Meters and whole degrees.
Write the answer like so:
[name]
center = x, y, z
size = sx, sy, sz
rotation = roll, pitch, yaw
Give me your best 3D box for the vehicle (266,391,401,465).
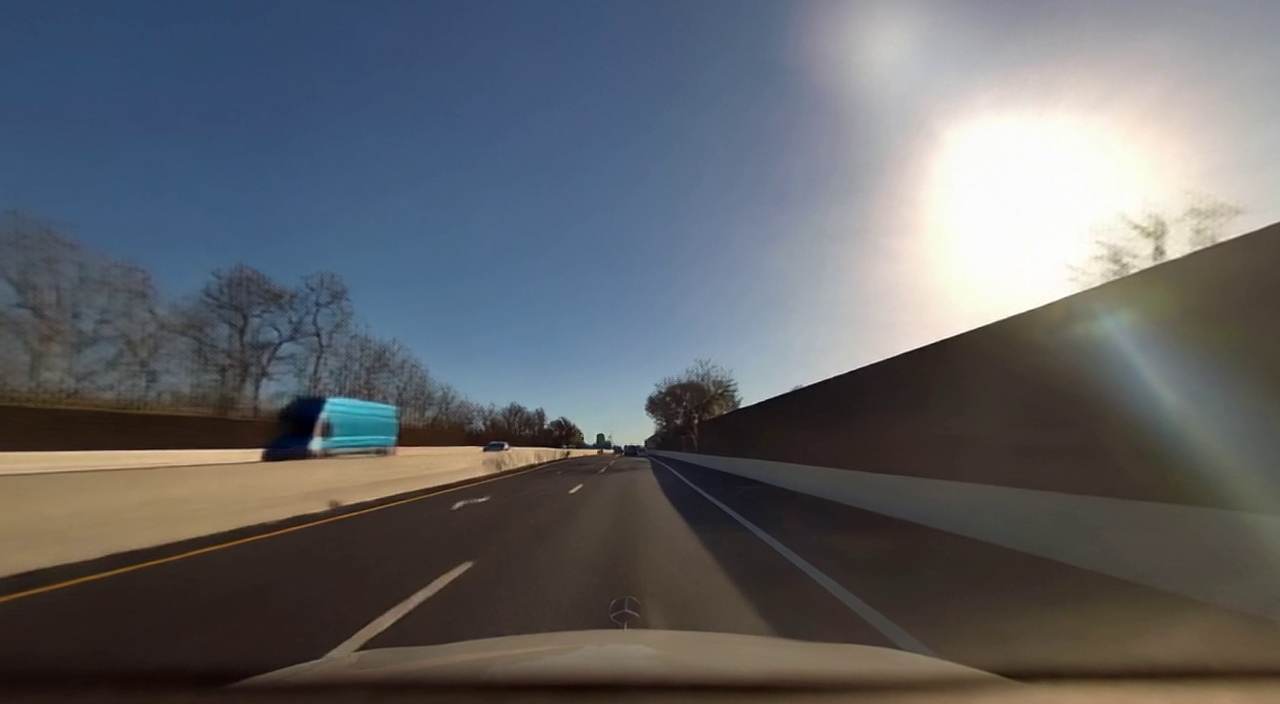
[vehicle]
center = -16.815, 4.400, 35.485
size = 2.967, 3.629, 9.285
rotation = 0, -8, 0
